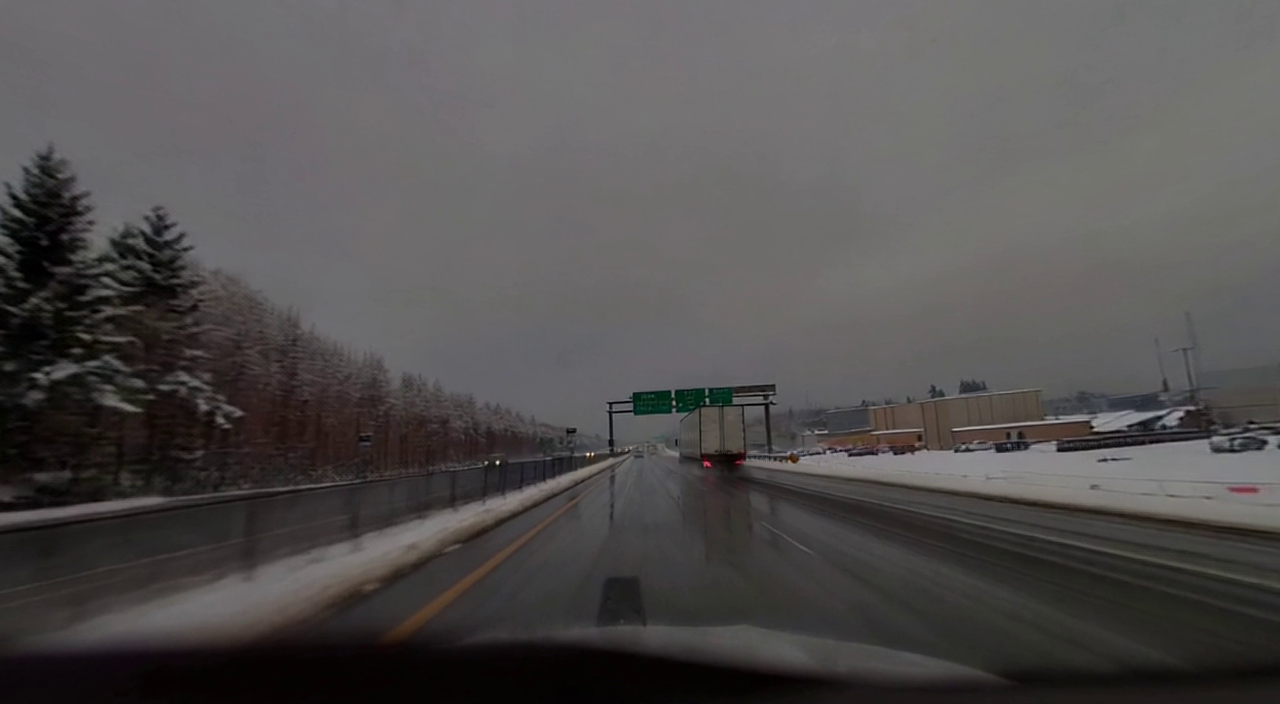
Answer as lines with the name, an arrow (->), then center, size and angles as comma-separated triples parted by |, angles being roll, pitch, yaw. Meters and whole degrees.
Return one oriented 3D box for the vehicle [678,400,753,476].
vehicle -> 4.423, 5.636, 40.624 | 3.038, 4.047, 13.741 | 0, -9, 0
